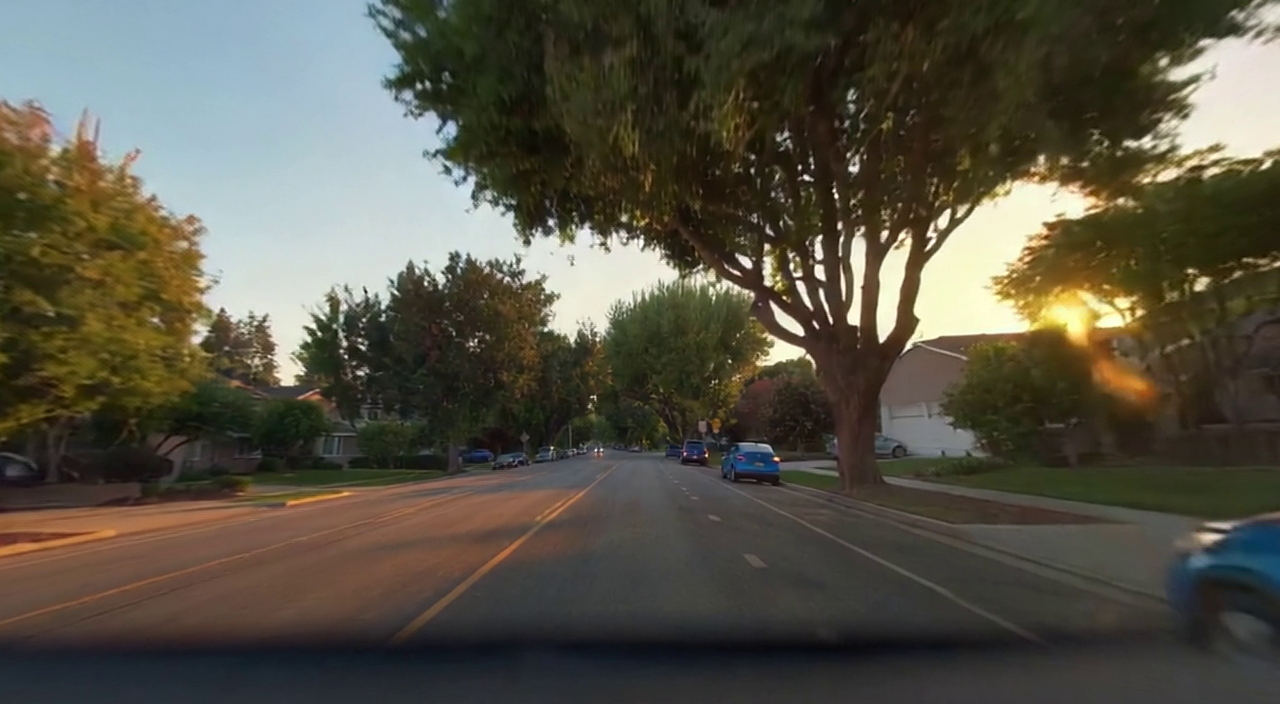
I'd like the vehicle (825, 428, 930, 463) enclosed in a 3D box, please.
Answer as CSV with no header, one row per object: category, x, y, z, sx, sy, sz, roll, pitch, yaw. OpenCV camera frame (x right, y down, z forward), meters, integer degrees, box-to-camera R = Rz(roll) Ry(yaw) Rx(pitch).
vehicle,12.206,4.847,32.680,4.660,1.749,1.893,0,-8,-2

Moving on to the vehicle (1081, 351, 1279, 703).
vehicle,4.040,0.750,1.743,2.139,1.827,4.791,0,-8,0

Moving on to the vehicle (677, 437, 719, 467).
vehicle,3.989,7.019,44.613,2.319,1.938,5.961,1,-8,-1

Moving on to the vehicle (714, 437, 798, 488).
vehicle,4.137,4.020,23.365,2.173,1.656,4.514,0,-8,-1
